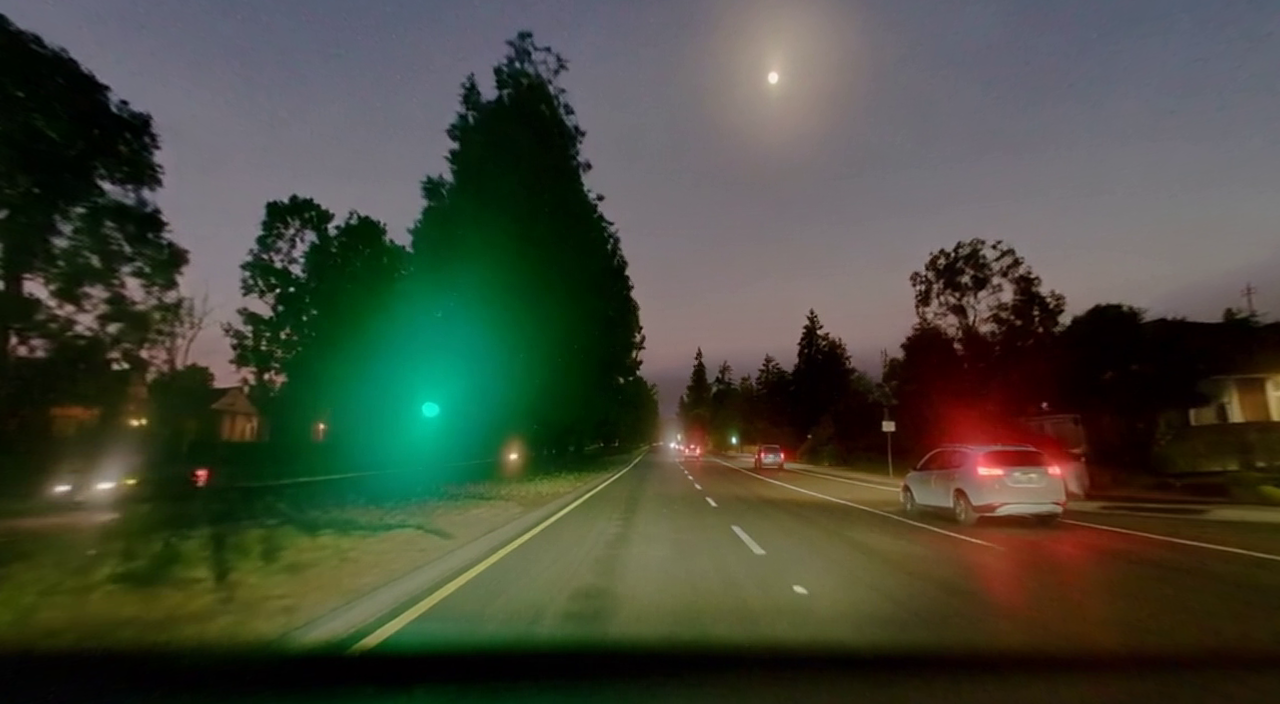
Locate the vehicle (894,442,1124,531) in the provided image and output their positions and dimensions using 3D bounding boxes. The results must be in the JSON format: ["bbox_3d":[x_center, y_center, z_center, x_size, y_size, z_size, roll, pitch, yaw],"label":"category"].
[{"bbox_3d":[6.985,2.544,12.618,1.855,1.444,4.389,0,-8,-2],"label":"vehicle"}]

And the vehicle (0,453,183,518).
[{"bbox_3d":[-17.011,4.033,19.612,2.026,1.690,4.656,0,-8,0],"label":"vehicle"}]

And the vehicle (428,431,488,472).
[{"bbox_3d":[-13.124,7.203,45.902,2.305,2.791,6.543,0,-8,1],"label":"vehicle"}]
